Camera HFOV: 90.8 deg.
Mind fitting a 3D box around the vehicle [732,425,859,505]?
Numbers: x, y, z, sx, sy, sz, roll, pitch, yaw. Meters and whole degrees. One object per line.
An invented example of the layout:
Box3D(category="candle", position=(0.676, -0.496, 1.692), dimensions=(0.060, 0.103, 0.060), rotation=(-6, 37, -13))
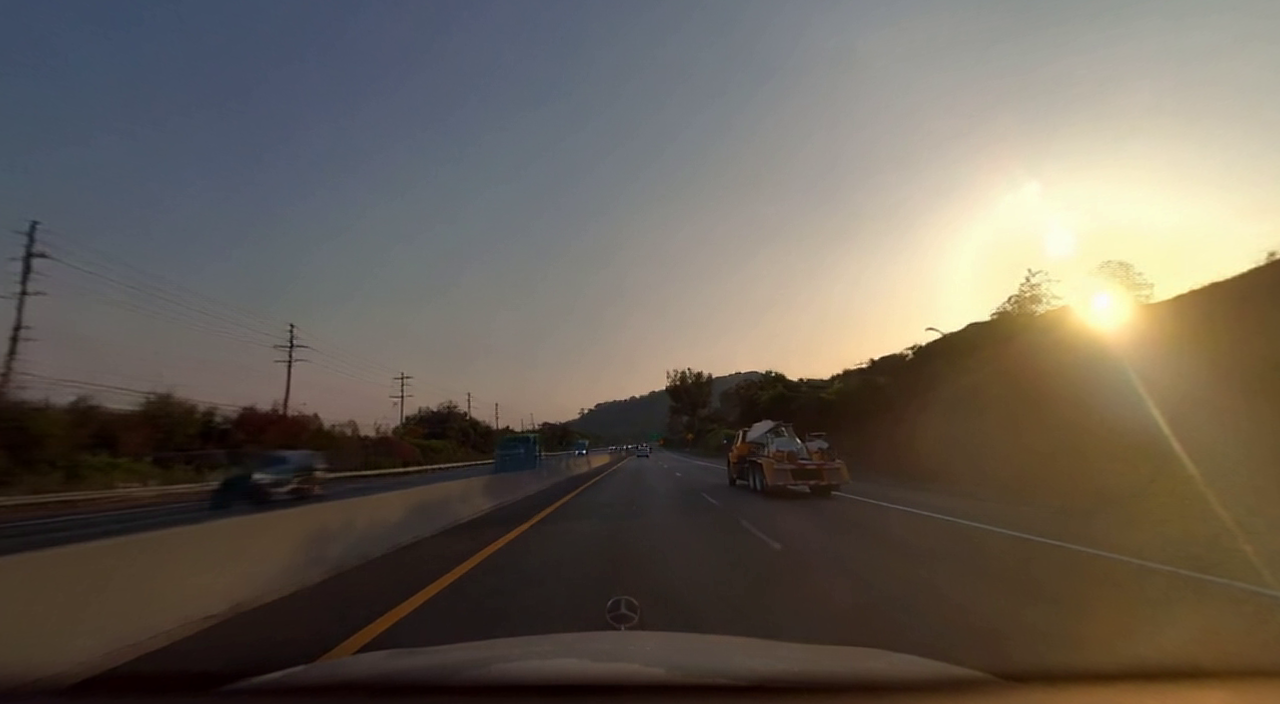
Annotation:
Box3D(category="vehicle", position=(4.350, 3.286, 18.745), dimensions=(2.309, 2.003, 5.139), rotation=(0, -9, -2))
